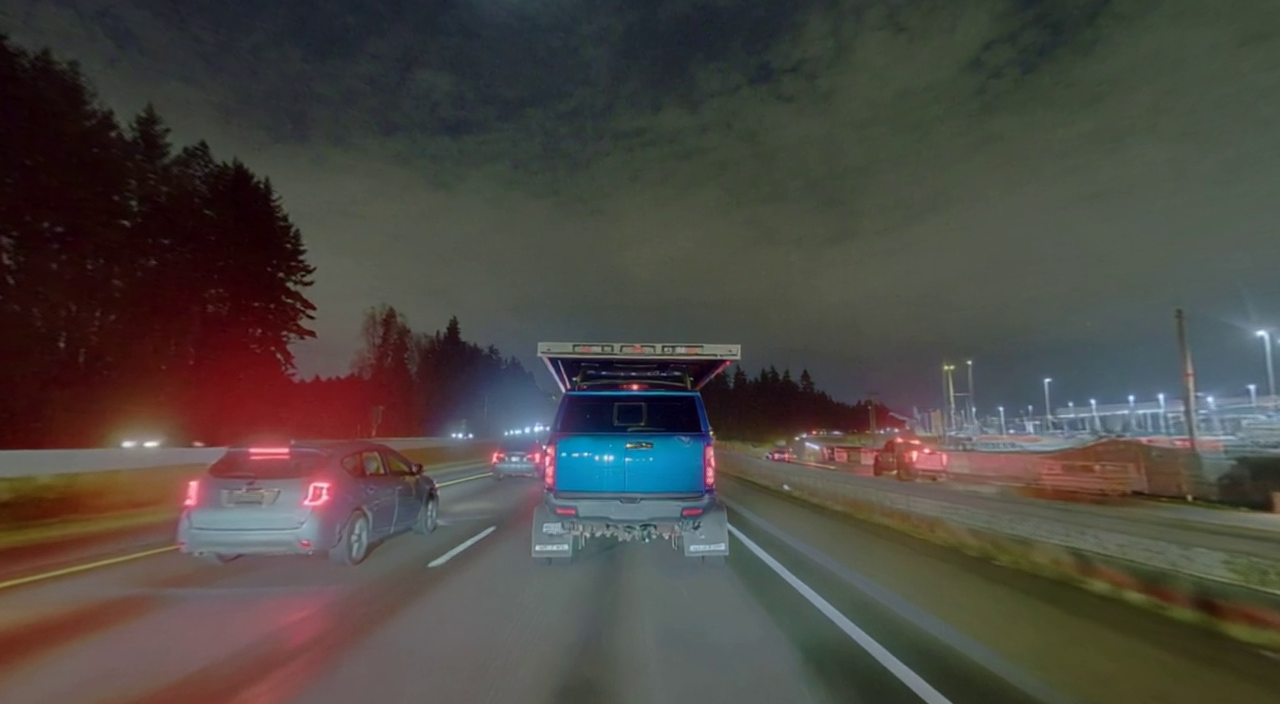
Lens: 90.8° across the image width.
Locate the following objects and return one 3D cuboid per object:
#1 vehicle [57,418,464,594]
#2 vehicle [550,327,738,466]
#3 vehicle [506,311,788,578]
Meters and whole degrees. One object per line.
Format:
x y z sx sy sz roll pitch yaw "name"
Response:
-4.002 1.711 8.040 2.155 1.513 4.964 0 -9 -1 "vehicle"
-0.095 0.856 9.679 2.156 1.604 4.680 1 -9 -4 "vehicle"
-0.218 1.674 11.438 2.735 2.597 10.435 1 -9 -3 "vehicle"
